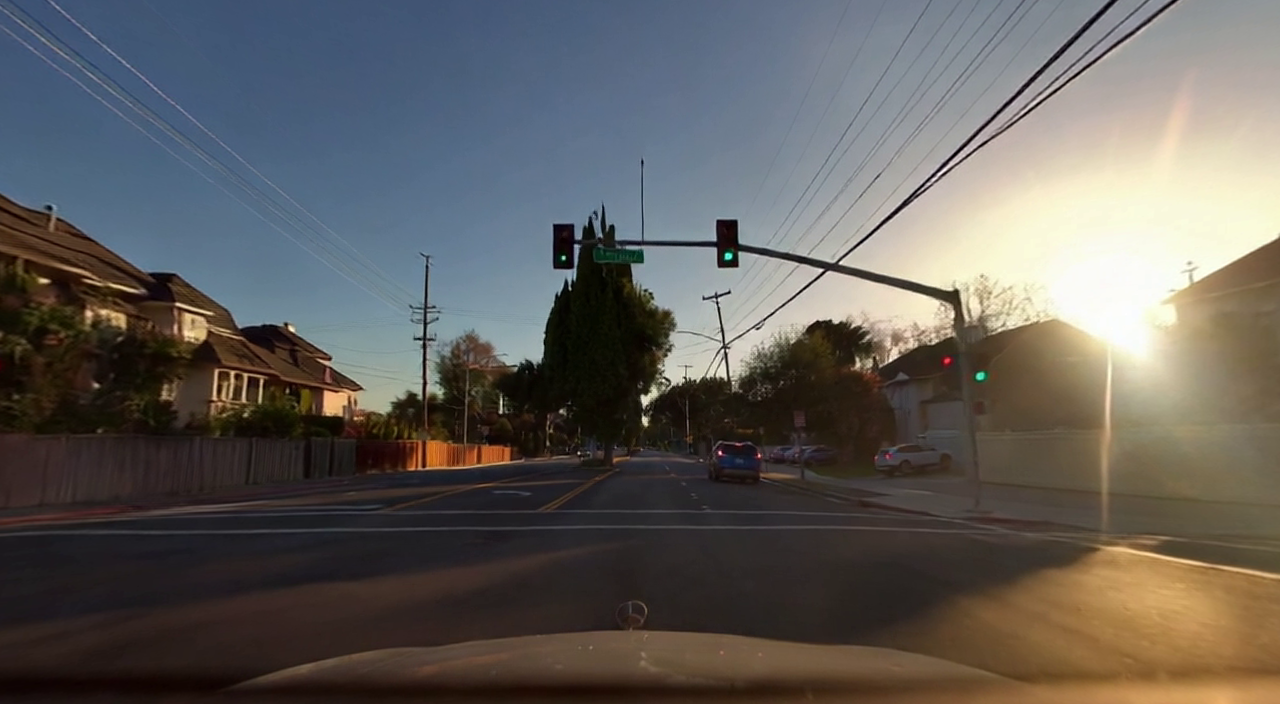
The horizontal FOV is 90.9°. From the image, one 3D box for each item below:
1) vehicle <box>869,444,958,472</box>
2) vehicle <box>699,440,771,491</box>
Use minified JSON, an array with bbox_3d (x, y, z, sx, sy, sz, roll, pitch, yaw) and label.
[{"bbox_3d":[15.456,6.003,35.802,4.135,1.558,1.929,0,-8,2],"label":"vehicle"},{"bbox_3d":[3.705,4.534,25.546,2.144,1.843,4.827,0,-9,-1],"label":"vehicle"}]
